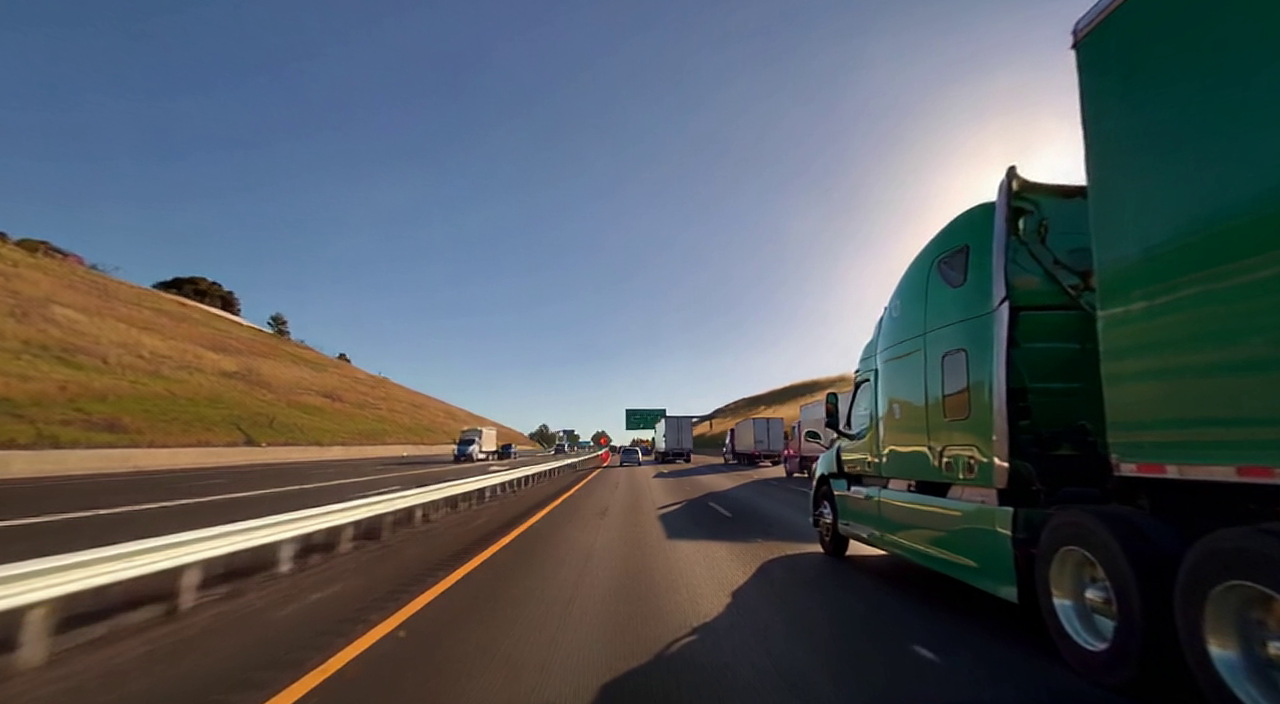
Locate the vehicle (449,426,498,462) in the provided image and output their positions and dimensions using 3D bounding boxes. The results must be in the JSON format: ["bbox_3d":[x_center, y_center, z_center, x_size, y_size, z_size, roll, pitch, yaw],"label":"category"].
[{"bbox_3d":[-13.067,7.309,49.958,2.278,2.621,5.863,0,-9,-1],"label":"vehicle"}]

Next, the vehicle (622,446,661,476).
[{"bbox_3d":[0.026,5.680,33.071,1.927,1.437,3.794,0,-9,-1],"label":"vehicle"}]

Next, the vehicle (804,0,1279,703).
[{"bbox_3d":[3.662,0.171,4.988,2.990,3.934,6.180,0,-9,0],"label":"vehicle"}]
